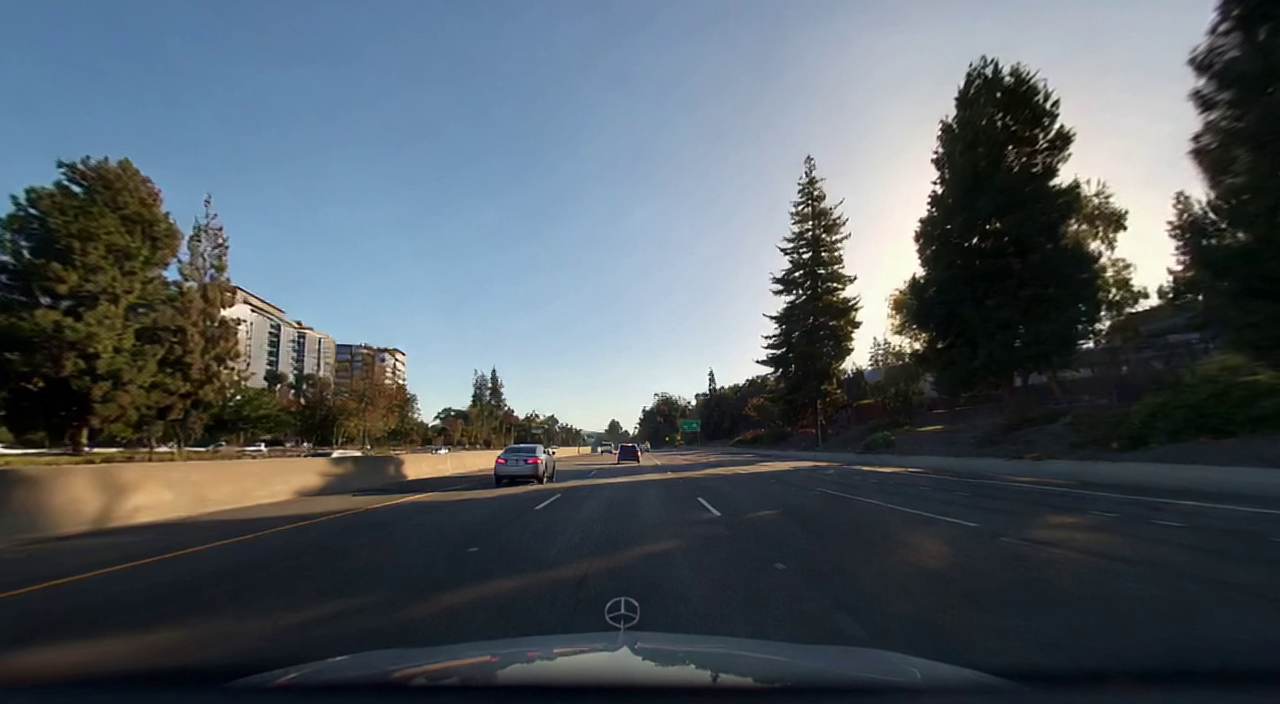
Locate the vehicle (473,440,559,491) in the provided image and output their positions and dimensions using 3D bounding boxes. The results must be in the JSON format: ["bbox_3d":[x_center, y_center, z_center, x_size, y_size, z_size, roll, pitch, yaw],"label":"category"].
[{"bbox_3d":[-3.908,3.666,20.782,1.886,1.465,4.625,0,-9,0],"label":"vehicle"}]

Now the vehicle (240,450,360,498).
[{"bbox_3d":[-13.945,4.975,26.257,2.404,1.723,4.354,0,-8,2],"label":"vehicle"}]

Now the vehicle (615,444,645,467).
[{"bbox_3d":[-0.708,7.178,43.898,1.997,1.485,4.094,0,-9,-1],"label":"vehicle"}]
